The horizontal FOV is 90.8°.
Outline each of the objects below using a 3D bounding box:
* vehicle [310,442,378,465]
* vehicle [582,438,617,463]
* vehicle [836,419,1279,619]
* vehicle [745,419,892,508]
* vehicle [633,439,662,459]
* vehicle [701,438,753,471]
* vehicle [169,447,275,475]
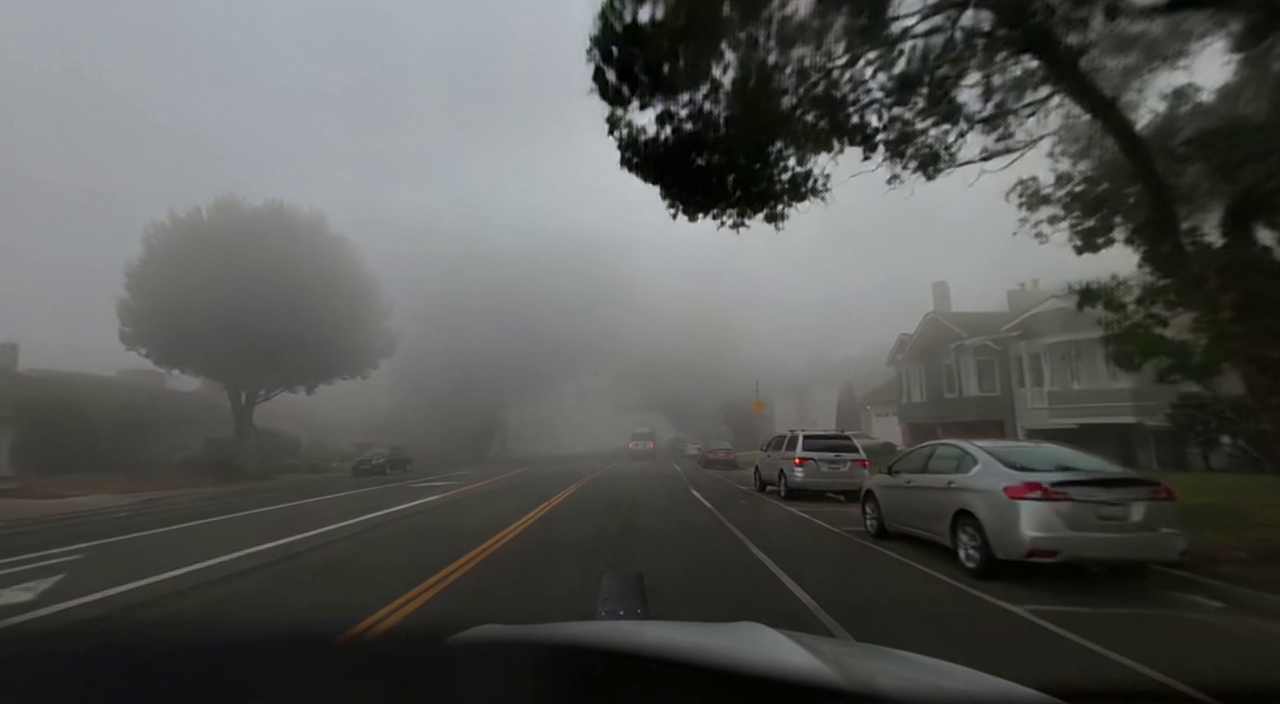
[{"bbox_3d":[-22.144,7.596,47.314,4.091,1.614,1.910,0,-8,-1],"label":"vehicle"},{"bbox_3d":[-2.559,6.388,40.941,1.986,1.508,4.261,0,-8,0],"label":"vehicle"},{"bbox_3d":[3.934,1.584,7.043,1.956,1.468,4.524,0,-8,-1],"label":"vehicle"},{"bbox_3d":[4.002,2.601,15.100,2.069,1.780,4.480,0,-8,-1],"label":"vehicle"},{"bbox_3d":[0.573,7.430,48.463,2.081,1.475,4.361,0,-8,0],"label":"vehicle"},{"bbox_3d":[4.191,5.016,31.163,1.964,1.485,4.454,0,-8,0],"label":"vehicle"},{"bbox_3d":[-22.343,5.834,33.874,4.397,1.423,1.789,0,-8,2],"label":"vehicle"}]
